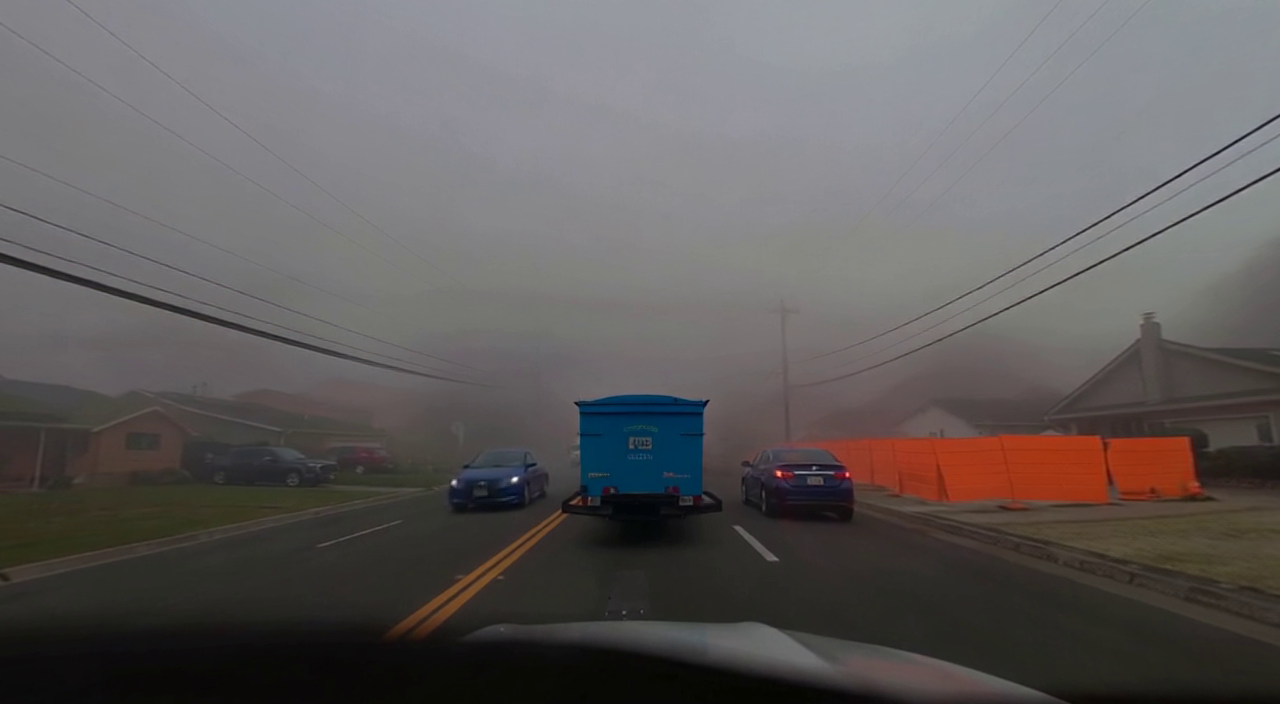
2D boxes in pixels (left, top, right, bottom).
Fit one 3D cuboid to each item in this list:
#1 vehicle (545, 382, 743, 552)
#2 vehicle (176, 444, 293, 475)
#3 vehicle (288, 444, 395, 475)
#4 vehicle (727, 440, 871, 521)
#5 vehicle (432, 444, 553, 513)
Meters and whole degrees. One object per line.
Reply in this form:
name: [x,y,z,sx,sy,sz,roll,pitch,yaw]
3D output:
vehicle: [0.078,2.076,12.027,2.751,2.361,6.347,0,-8,1]
vehicle: [-20.393,5.405,31.704,4.706,1.468,1.817,-1,-9,3]
vehicle: [-15.131,5.452,32.011,4.490,1.500,1.875,0,-8,-2]
vehicle: [3.317,2.765,14.116,2.010,1.499,4.481,0,-8,-1]
vehicle: [-3.670,3.219,16.565,2.010,1.533,4.495,0,-8,1]
